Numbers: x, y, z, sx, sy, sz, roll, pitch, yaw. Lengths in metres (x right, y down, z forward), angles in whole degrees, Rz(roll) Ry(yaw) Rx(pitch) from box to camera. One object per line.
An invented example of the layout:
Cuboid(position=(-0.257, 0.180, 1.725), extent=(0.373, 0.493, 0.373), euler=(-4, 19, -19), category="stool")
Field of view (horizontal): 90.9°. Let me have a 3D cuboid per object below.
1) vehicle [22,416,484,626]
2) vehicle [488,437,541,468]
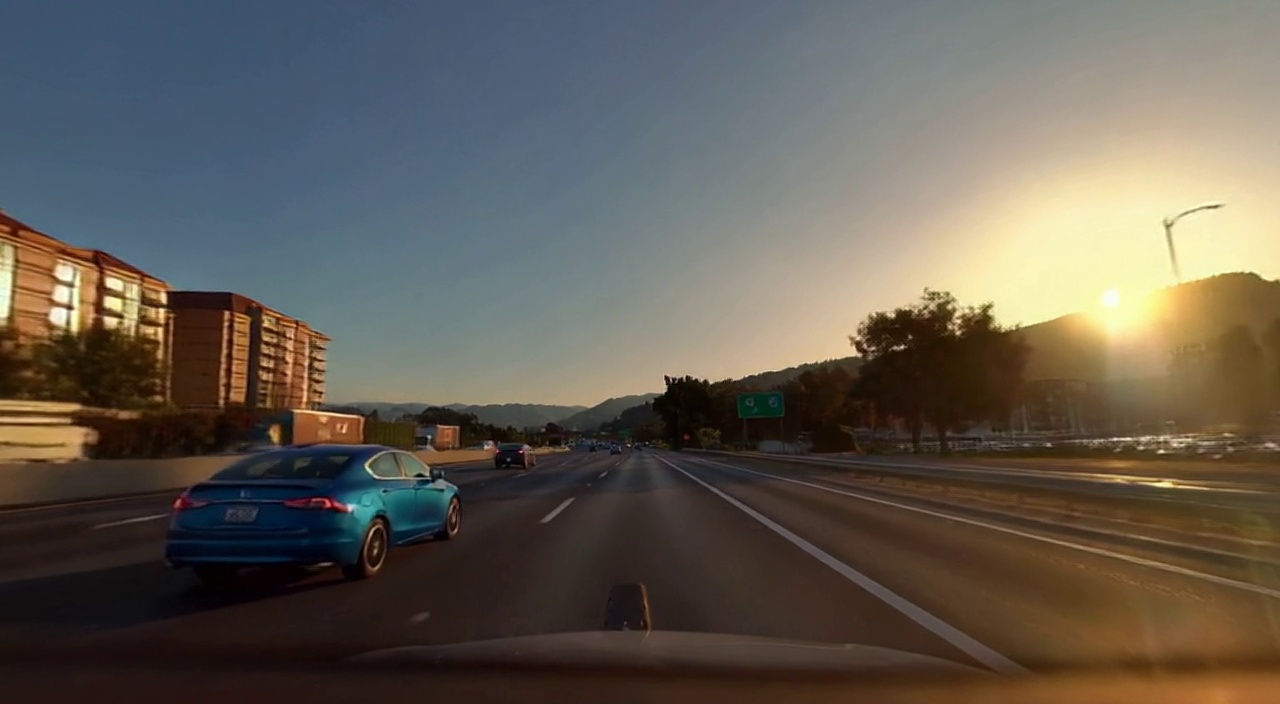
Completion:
Cuboid(position=(-3.562, 1.650, 7.311), extent=(2.144, 1.565, 4.951), euler=(0, -8, 1), category="vehicle")
Cuboid(position=(-7.256, 5.852, 36.826), extent=(2.118, 1.675, 4.395), euler=(0, -8, 1), category="vehicle")
